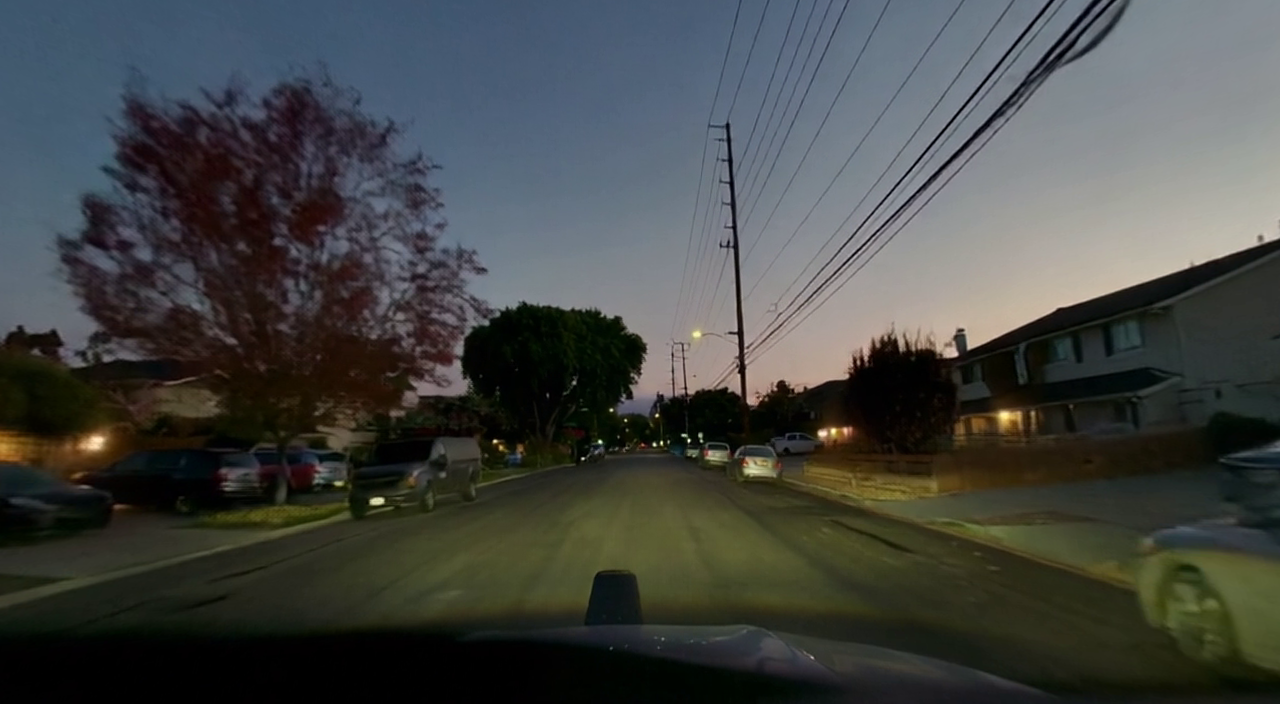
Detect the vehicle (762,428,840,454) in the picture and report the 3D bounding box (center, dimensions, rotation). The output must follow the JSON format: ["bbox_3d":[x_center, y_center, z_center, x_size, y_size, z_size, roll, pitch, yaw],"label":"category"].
[{"bbox_3d":[12.390,6.902,48.894,5.447,1.895,2.202,0,-8,1],"label":"vehicle"}]

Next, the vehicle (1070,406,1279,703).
[{"bbox_3d":[3.980,0.838,1.772,2.086,1.493,4.927,0,-9,0],"label":"vehicle"}]

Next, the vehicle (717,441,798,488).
[{"bbox_3d":[4.185,4.077,23.255,2.016,1.544,4.645,0,-9,-1],"label":"vehicle"}]

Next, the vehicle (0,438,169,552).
[{"bbox_3d":[-12.589,2.577,11.886,5.419,1.885,2.461,0,-9,0],"label":"vehicle"}]

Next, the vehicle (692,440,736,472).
[{"bbox_3d":[4.296,6.099,37.380,2.105,1.755,4.749,0,-9,2],"label":"vehicle"}]

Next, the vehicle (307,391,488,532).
[{"bbox_3d":[-5.972,2.784,16.680,2.313,2.875,6.057,-3,-8,1],"label":"vehicle"}]
